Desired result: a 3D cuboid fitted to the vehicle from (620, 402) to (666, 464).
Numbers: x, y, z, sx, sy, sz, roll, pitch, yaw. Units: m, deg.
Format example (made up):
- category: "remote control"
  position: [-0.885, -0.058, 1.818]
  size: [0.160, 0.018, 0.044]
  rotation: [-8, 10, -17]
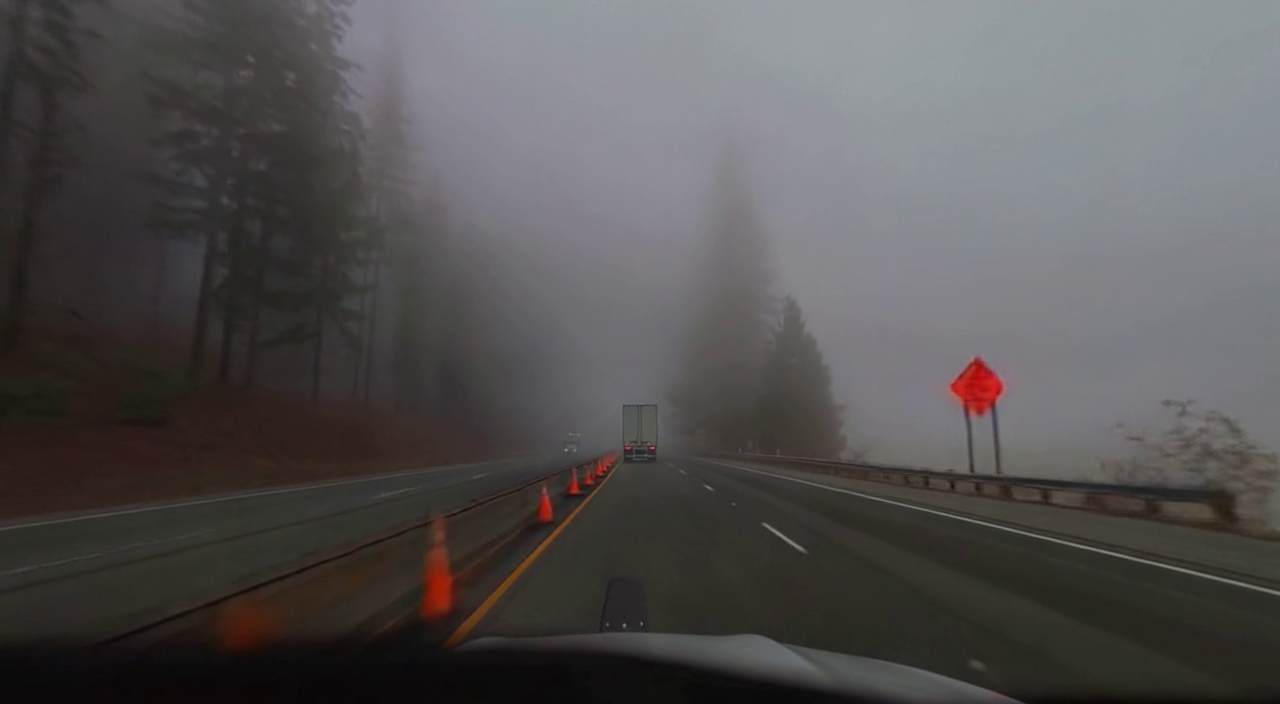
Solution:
- category: "vehicle"
  position: [0.035, 6.092, 46.809]
  size: [2.935, 4.068, 11.036]
  rotation: [0, -8, -2]
